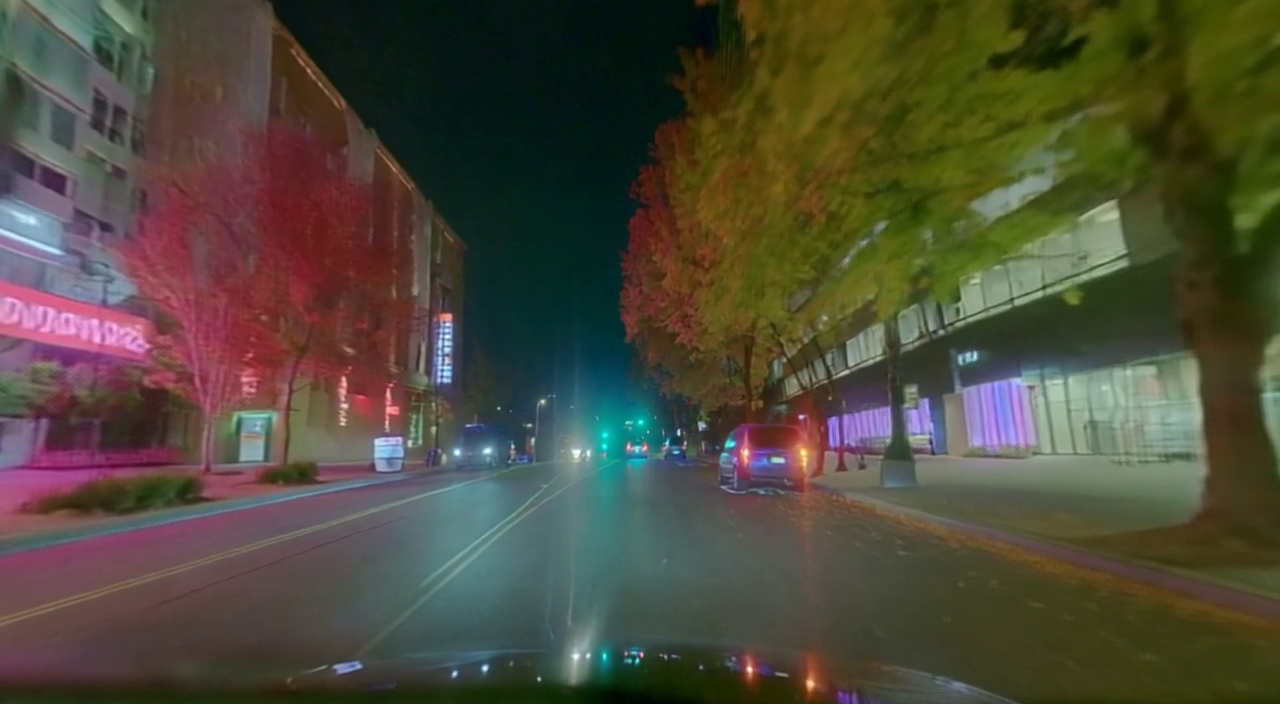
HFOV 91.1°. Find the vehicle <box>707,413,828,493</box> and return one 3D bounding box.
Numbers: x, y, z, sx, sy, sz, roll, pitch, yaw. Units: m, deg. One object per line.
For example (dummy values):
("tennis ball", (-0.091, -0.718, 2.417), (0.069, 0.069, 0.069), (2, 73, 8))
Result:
("vehicle", (3.478, 2.870, 18.410), (2.357, 1.986, 5.136), (1, -7, -2))

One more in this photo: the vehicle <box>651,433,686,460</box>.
("vehicle", (2.300, 7.323, 49.141), (2.147, 1.968, 4.478), (-1, -7, 10))

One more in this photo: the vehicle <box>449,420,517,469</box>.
("vehicle", (-8.877, 5.264, 36.213), (2.348, 2.588, 5.860), (0, -7, 1))
